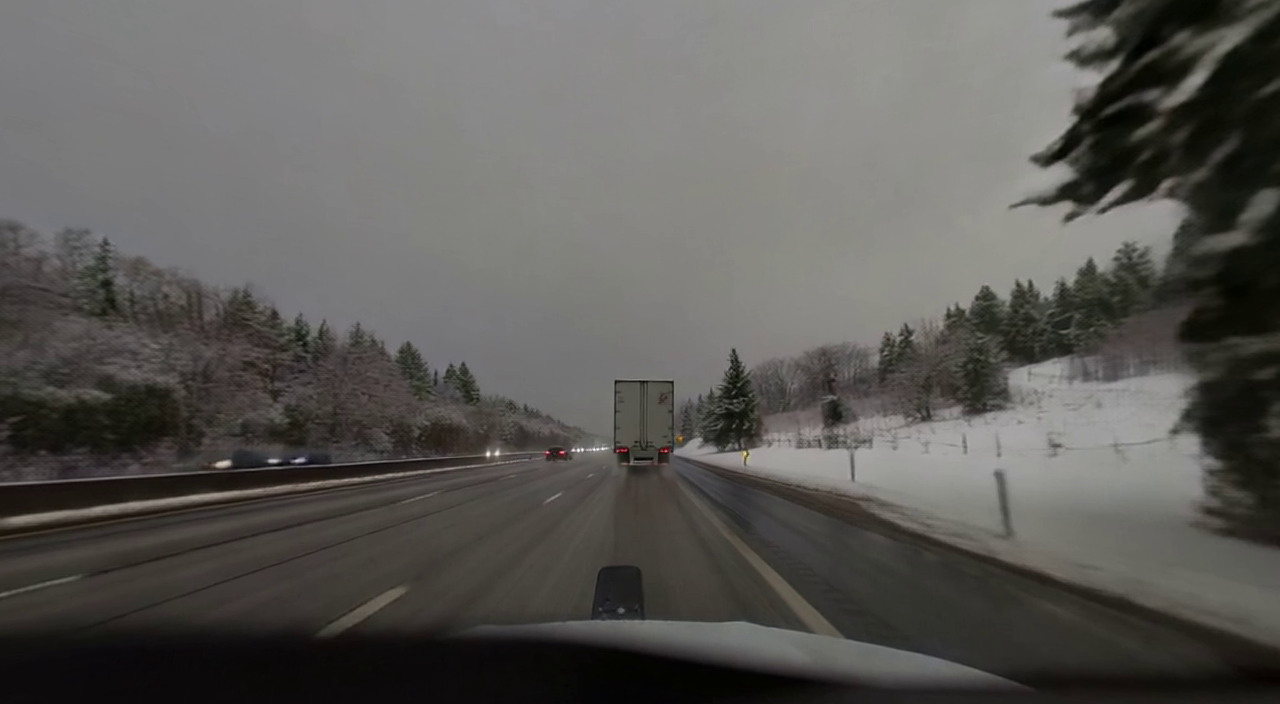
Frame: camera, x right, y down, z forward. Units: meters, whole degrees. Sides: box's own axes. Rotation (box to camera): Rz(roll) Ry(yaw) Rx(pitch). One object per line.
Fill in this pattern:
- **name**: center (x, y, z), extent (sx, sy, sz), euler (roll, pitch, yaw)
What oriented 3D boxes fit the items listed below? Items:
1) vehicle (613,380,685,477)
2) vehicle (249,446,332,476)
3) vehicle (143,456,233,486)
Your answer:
- **vehicle**: center (0.285, 4.091, 32.483), extent (3.052, 4.132, 11.336), euler (0, -9, -1)
- **vehicle**: center (-21.716, 6.785, 39.451), extent (2.091, 1.723, 5.323), euler (0, -9, 0)
- **vehicle**: center (-26.002, 6.826, 36.435), extent (1.868, 1.561, 4.500), euler (0, -9, 0)
